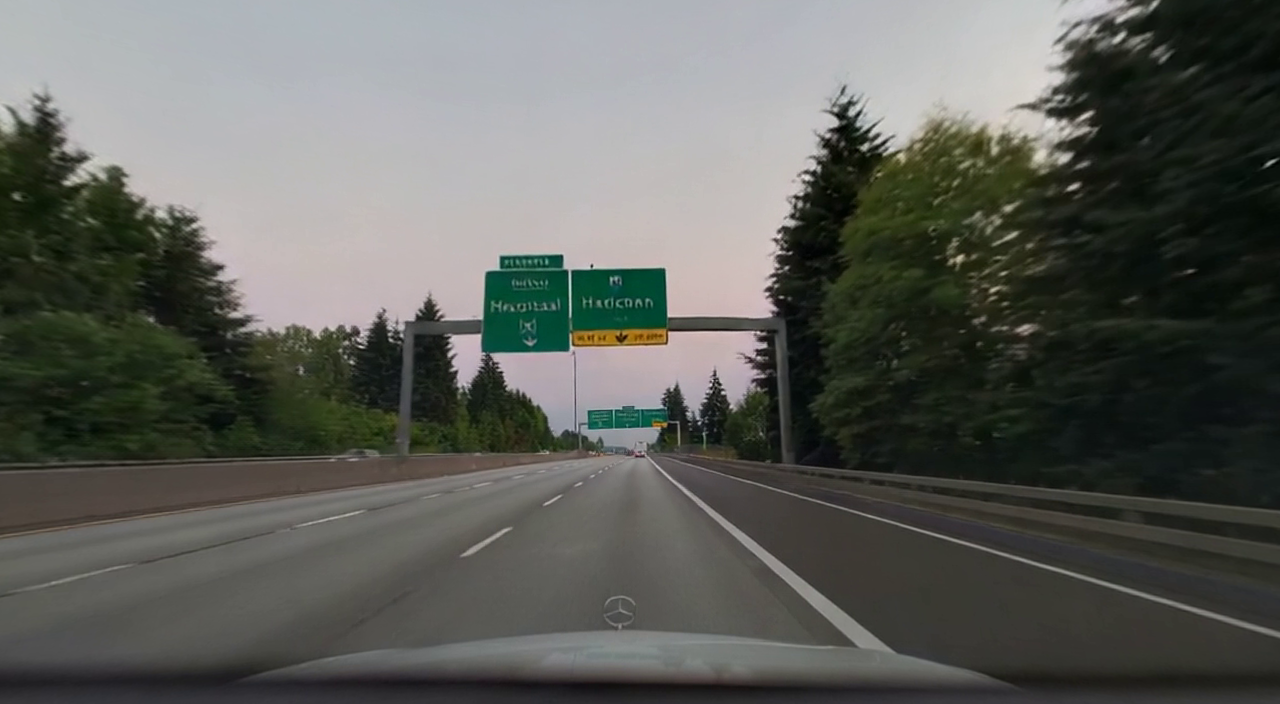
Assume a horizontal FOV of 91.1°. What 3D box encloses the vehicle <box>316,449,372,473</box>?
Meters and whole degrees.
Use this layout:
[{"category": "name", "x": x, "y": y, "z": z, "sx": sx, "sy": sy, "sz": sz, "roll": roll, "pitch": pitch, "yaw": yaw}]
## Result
[{"category": "vehicle", "x": -20.227, "y": 7.475, "z": 43.193, "sx": 1.801, "sy": 1.543, "sz": 4.283, "roll": 0, "pitch": -9, "yaw": 0}]
